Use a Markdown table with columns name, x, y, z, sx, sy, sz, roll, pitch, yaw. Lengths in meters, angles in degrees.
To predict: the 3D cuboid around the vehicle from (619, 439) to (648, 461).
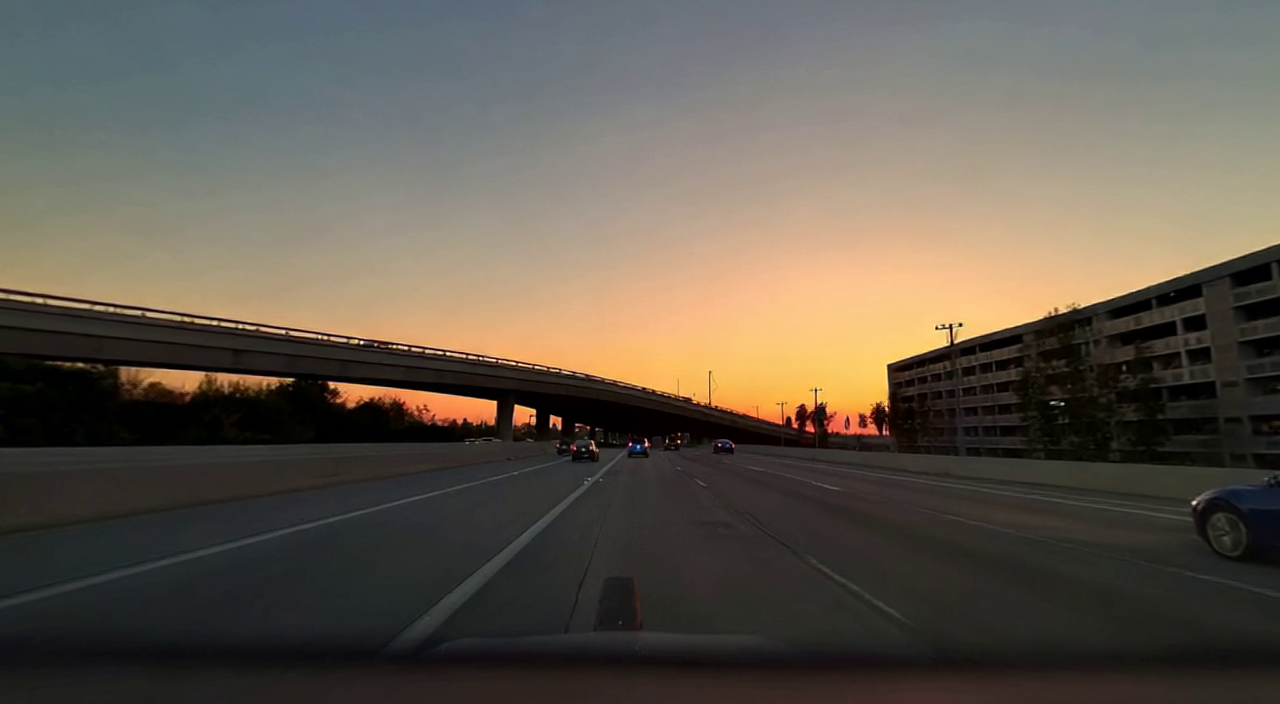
| name | x | y | z | sx | sy | sz | roll | pitch | yaw |
| --- | --- | --- | --- | --- | --- | --- | --- | --- | --- |
| vehicle | -0.432 | 7.117 | 45.877 | 2.036 | 1.542 | 3.891 | 0 | -8 | 0 |

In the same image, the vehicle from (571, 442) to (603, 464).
| name | x | y | z | sx | sy | sz | roll | pitch | yaw |
| --- | --- | --- | --- | --- | --- | --- | --- | --- | --- |
| vehicle | -3.552 | 6.781 | 42.423 | 1.825 | 1.347 | 3.773 | 0 | -8 | 0 |

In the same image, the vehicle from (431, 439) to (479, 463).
| name | x | y | z | sx | sy | sz | roll | pitch | yaw |
| --- | --- | --- | --- | --- | --- | --- | --- | --- | --- |
| vehicle | -12.597 | 6.754 | 43.093 | 1.901 | 1.488 | 4.435 | 0 | -8 | 1 |
